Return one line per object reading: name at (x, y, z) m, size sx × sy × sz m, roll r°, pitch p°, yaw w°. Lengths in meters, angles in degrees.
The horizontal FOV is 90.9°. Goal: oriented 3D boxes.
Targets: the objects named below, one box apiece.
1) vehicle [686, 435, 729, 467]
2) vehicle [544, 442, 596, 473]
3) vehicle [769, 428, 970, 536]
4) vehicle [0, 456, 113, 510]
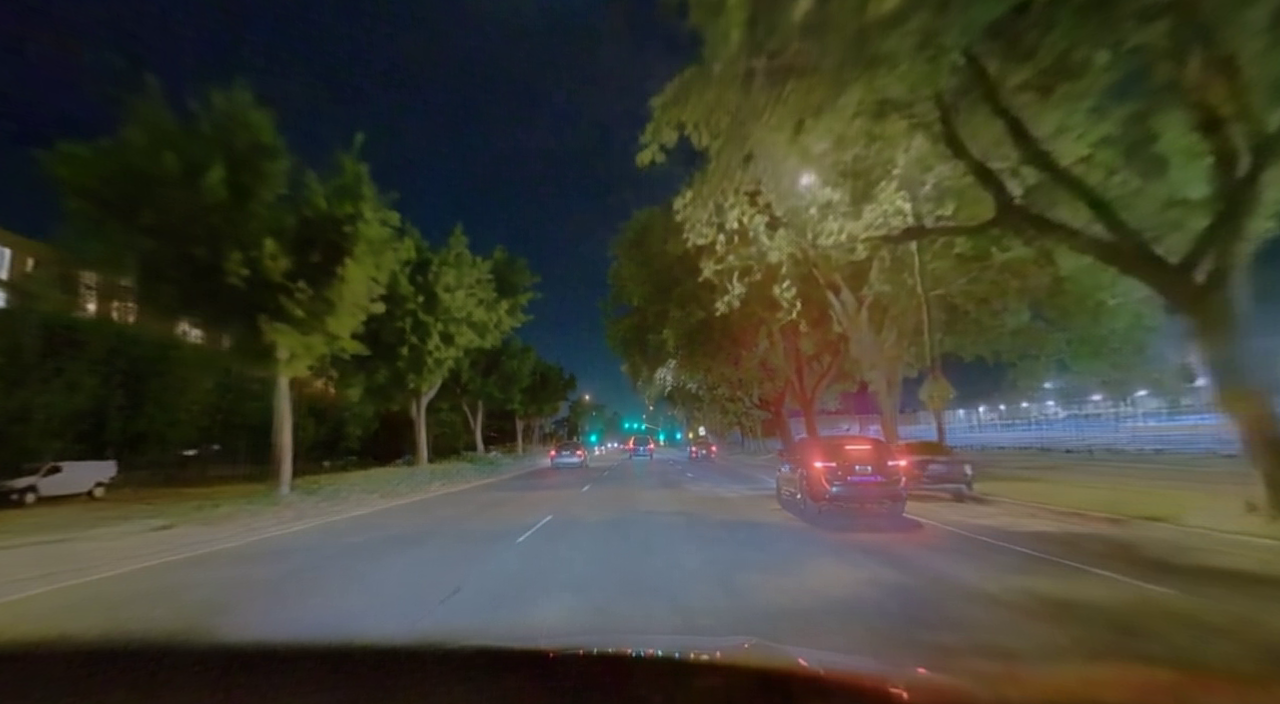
vehicle at (3.825, 5.646, 36.175) m, size 1.980 × 1.709 × 4.367 m, roll 0°, pitch -8°, yaw 0°
vehicle at (-3.257, 5.000, 30.127) m, size 2.013 × 1.354 × 3.908 m, roll 0°, pitch -8°, yaw 1°
vehicle at (3.672, 2.139, 11.049) m, size 1.919 × 1.502 × 4.232 m, roll 0°, pitch -8°, yaw 0°
vehicle at (-22.521, 4.767, 23.316) m, size 1.976 × 1.697 × 4.738 m, roll 0°, pitch -8°, yaw -1°
